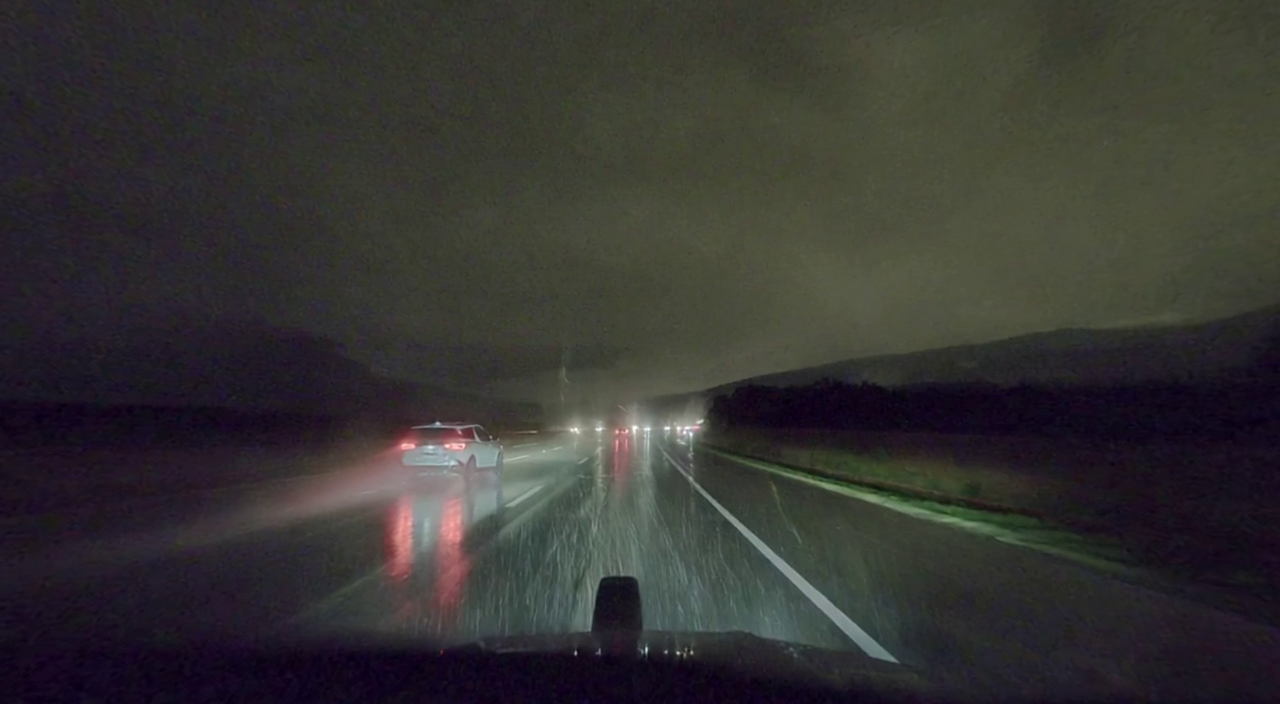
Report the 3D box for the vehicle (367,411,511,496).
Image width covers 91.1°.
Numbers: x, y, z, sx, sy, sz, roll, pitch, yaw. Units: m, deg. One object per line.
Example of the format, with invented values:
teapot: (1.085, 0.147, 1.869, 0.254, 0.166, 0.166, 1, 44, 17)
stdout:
vehicle: (-4.570, 2.384, 15.114, 1.980, 1.721, 4.419, 0, -8, 0)
